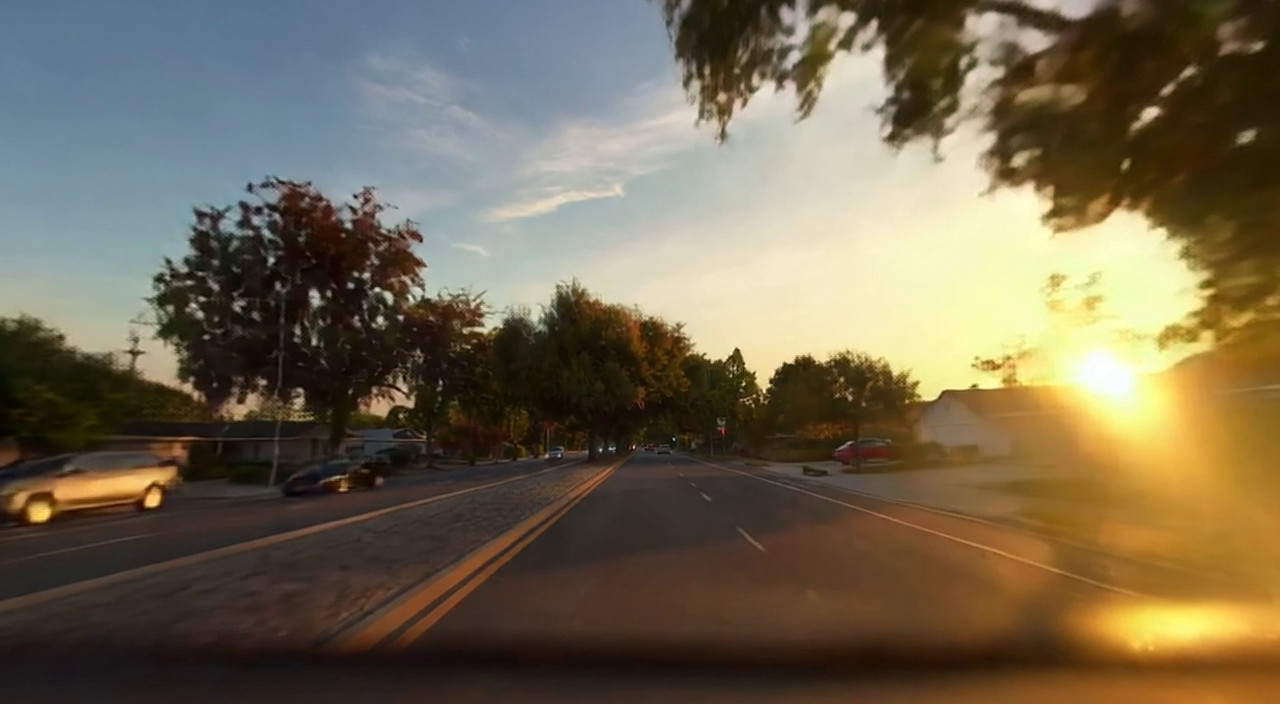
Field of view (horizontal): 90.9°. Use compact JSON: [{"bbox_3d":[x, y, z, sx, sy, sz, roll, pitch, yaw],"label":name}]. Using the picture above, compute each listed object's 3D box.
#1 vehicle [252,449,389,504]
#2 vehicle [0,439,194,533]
[{"bbox_3d":[-9.772,3.794,19.765,1.937,1.481,4.467,0,-9,1],"label":"vehicle"},{"bbox_3d":[-14.395,3.256,15.987,2.071,1.899,5.640,-4,-8,0],"label":"vehicle"}]
